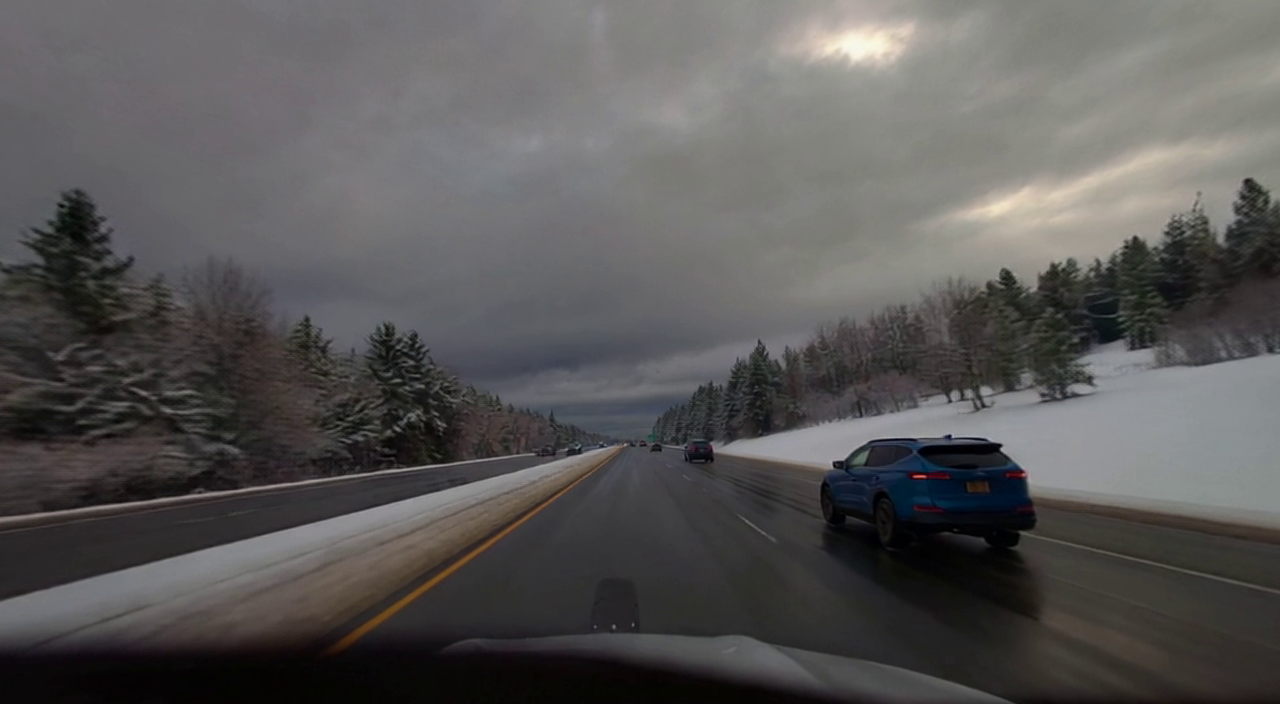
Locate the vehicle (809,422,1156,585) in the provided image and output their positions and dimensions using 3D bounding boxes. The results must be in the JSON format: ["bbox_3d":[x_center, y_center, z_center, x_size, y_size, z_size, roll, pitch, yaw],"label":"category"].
[{"bbox_3d":[3.821,1.734,8.124,1.999,1.501,4.221,0,-8,-2],"label":"vehicle"}]

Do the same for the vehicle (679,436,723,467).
[{"bbox_3d":[3.450,5.727,36.398,2.043,1.673,4.016,0,-8,-2],"label":"vehicle"}]
